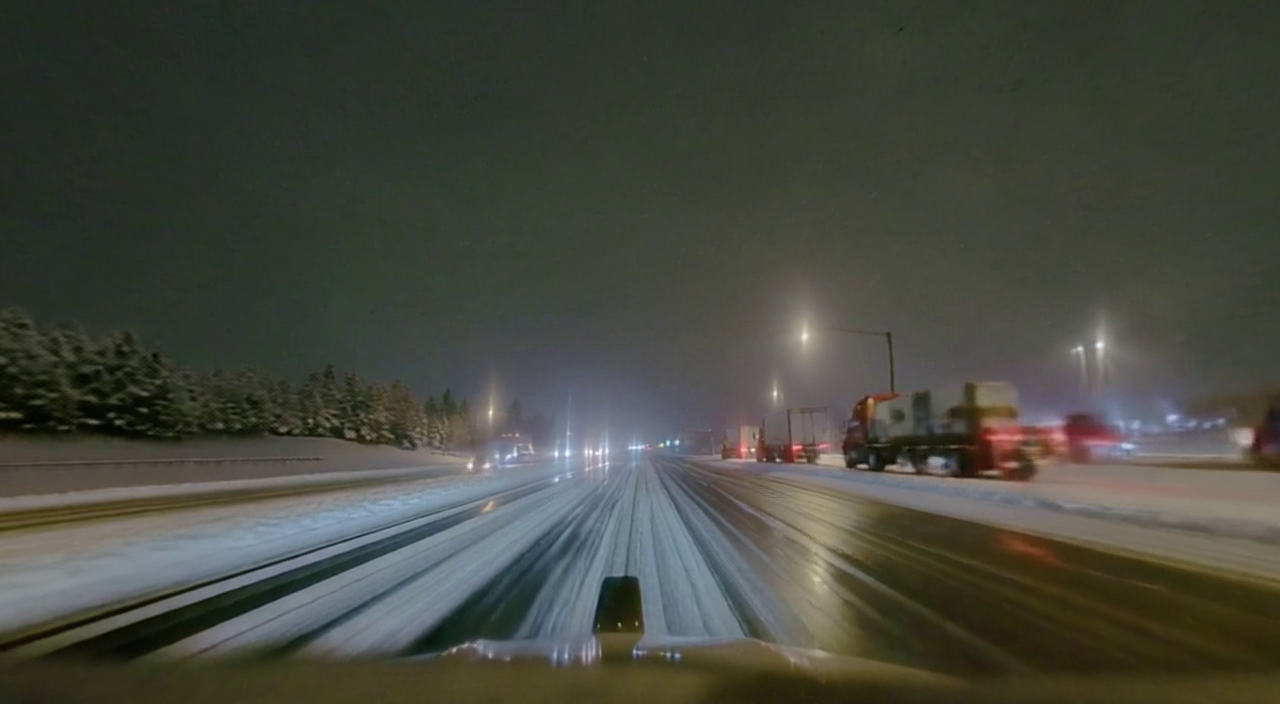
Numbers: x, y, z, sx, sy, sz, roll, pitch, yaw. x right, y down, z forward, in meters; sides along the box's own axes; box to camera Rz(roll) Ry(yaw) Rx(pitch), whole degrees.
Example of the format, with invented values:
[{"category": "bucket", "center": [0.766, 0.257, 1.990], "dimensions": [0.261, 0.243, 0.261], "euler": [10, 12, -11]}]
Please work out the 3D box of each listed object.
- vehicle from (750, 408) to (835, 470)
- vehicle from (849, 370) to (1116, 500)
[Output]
[{"category": "vehicle", "center": [11.247, 6.787, 48.216], "dimensions": [2.850, 4.038, 14.497], "euler": [0, -9, 0]}, {"category": "vehicle", "center": [11.345, 3.183, 23.281], "dimensions": [2.741, 3.505, 12.591], "euler": [0, -9, 0]}]
